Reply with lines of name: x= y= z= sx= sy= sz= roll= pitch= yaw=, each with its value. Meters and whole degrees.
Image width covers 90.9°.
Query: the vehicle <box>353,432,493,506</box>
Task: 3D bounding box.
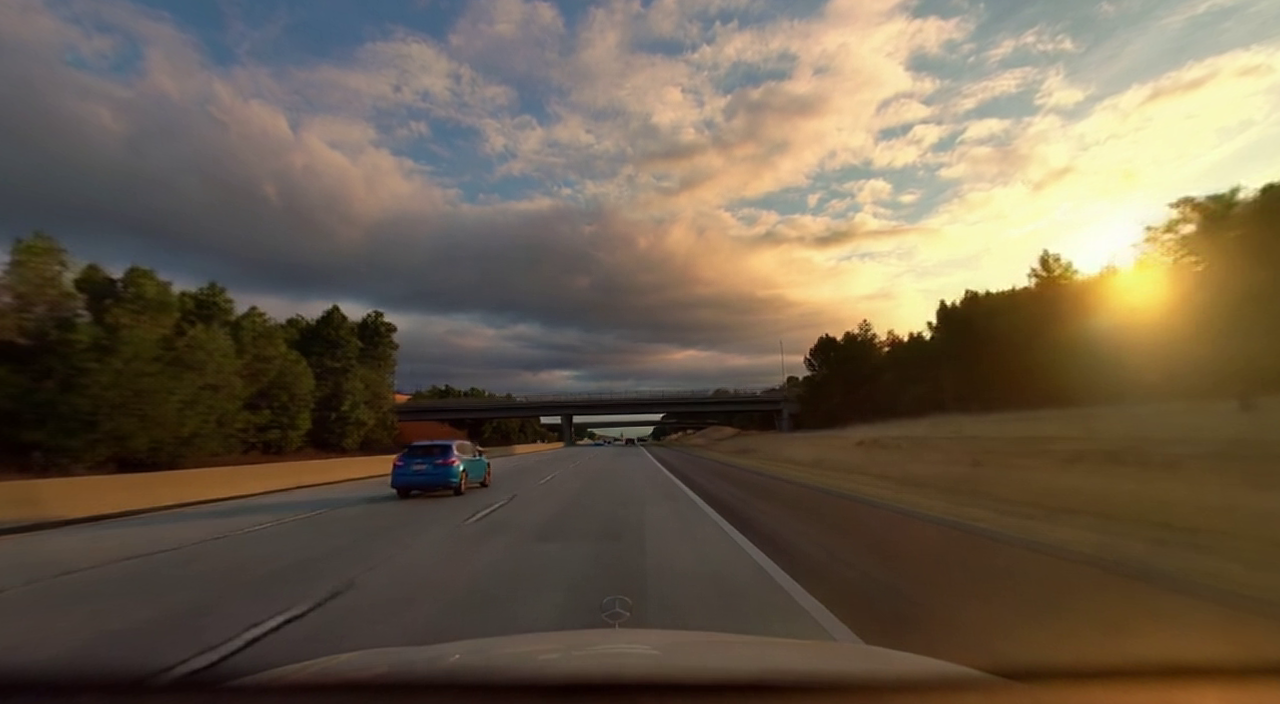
vehicle: x=-4.917 y=2.658 z=14.892 sx=1.965 sy=1.513 sz=3.774 roll=0 pitch=-8 yaw=0
